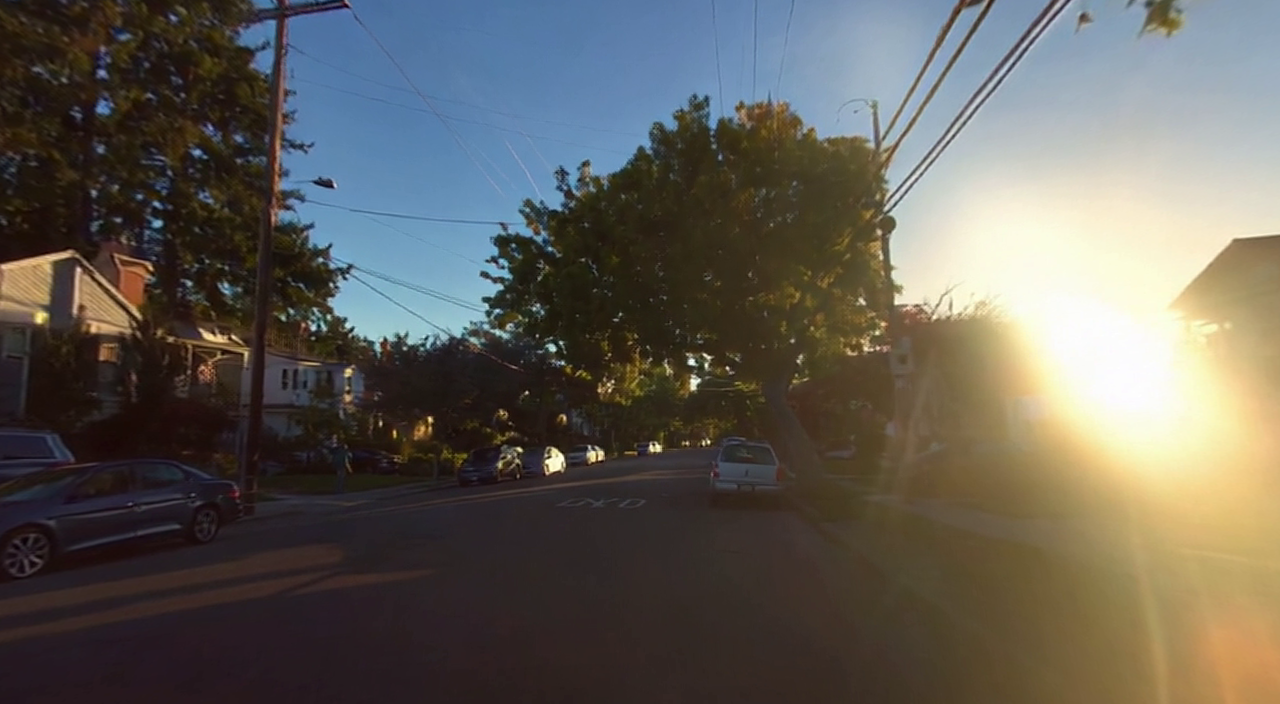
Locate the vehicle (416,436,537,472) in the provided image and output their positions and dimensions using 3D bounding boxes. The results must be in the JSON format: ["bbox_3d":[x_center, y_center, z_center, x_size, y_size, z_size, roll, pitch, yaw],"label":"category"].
[{"bbox_3d":[-9.585,6.011,37.360,6.488,2.009,2.354,-1,-9,7],"label":"vehicle"}]

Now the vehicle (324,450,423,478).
[{"bbox_3d":[-14.180,5.962,33.735,4.481,1.420,1.712,0,-9,3],"label":"vehicle"}]

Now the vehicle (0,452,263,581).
[{"bbox_3d":[-8.180,2.240,9.370,1.968,1.449,4.502,-1,-9,8],"label":"vehicle"}]

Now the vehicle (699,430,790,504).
[{"bbox_3d":[2.478,2.706,15.194,1.908,1.572,3.105,-1,-9,8],"label":"vehicle"}]

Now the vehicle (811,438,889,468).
[{"bbox_3d":[12.399,5.991,37.568,4.075,1.674,1.811,-1,-9,8],"label":"vehicle"}]

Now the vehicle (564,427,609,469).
[{"bbox_3d":[-3.883,7.192,47.269,2.199,2.902,5.848,-1,-9,7],"label":"vehicle"}]
